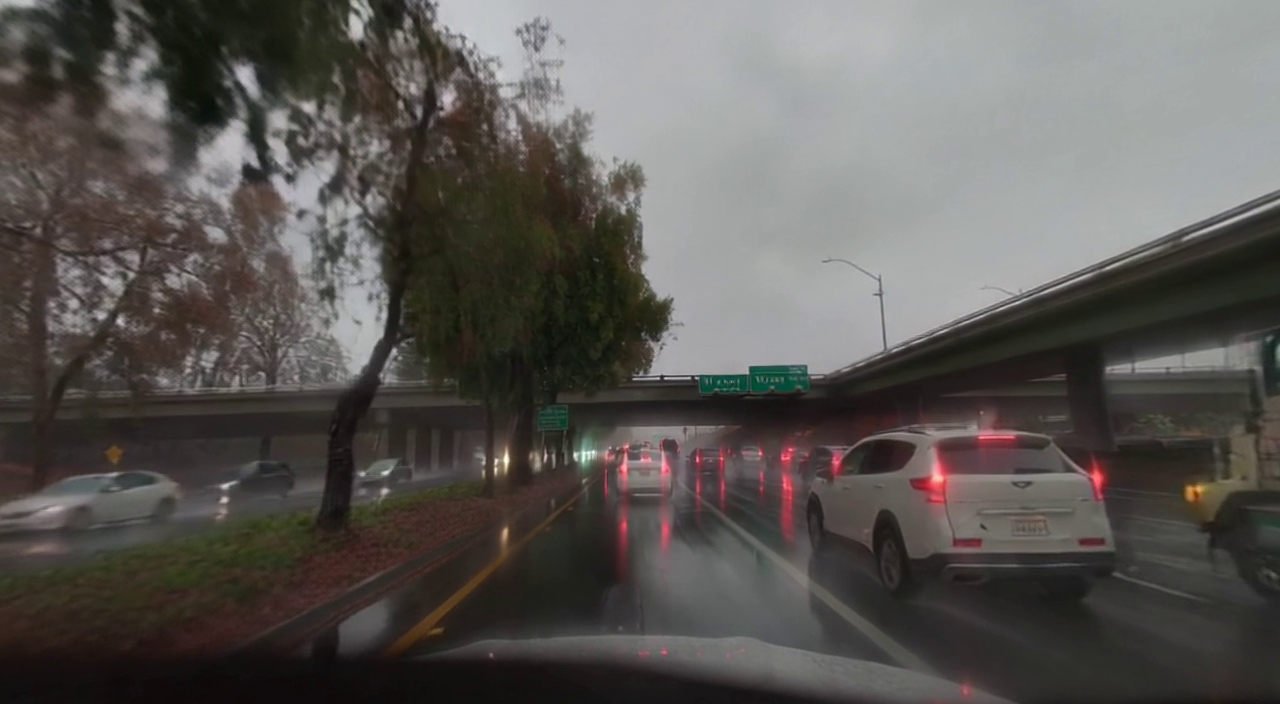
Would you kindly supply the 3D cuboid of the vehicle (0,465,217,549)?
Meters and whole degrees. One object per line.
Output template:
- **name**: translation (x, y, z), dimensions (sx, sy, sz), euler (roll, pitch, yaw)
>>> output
- **vehicle**: translation (-12.178, 3.368, 14.362), dimensions (1.927, 1.439, 4.537), euler (0, -9, 1)

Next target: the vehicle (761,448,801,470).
- **vehicle**: translation (9.864, 7.486, 44.407), dimensions (1.839, 1.453, 3.992), euler (0, -9, -1)

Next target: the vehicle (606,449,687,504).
- **vehicle**: translation (0.146, 3.425, 17.817), dimensions (2.027, 1.341, 3.775), euler (0, -9, 0)

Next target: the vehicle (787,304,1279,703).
- **vehicle**: translation (3.426, 1.212, 5.799), dimensions (2.719, 2.033, 5.876), euler (0, -9, 0)

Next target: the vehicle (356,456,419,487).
- **vehicle**: translation (-15.158, 7.152, 38.228), dimensions (2.009, 1.670, 4.583), euler (0, -9, -2)

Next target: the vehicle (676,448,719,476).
- **vehicle**: translation (3.126, 6.073, 35.153), dimensions (1.962, 1.431, 4.205), euler (0, -9, -1)

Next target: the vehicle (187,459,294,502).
- **vehicle**: translation (-19.013, 6.094, 30.380), dimensions (1.983, 1.800, 4.811), euler (0, -9, 0)

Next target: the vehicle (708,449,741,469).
- **vehicle**: translation (6.399, 8.155, 48.380), dimensions (1.947, 1.466, 3.825), euler (0, -9, -1)
